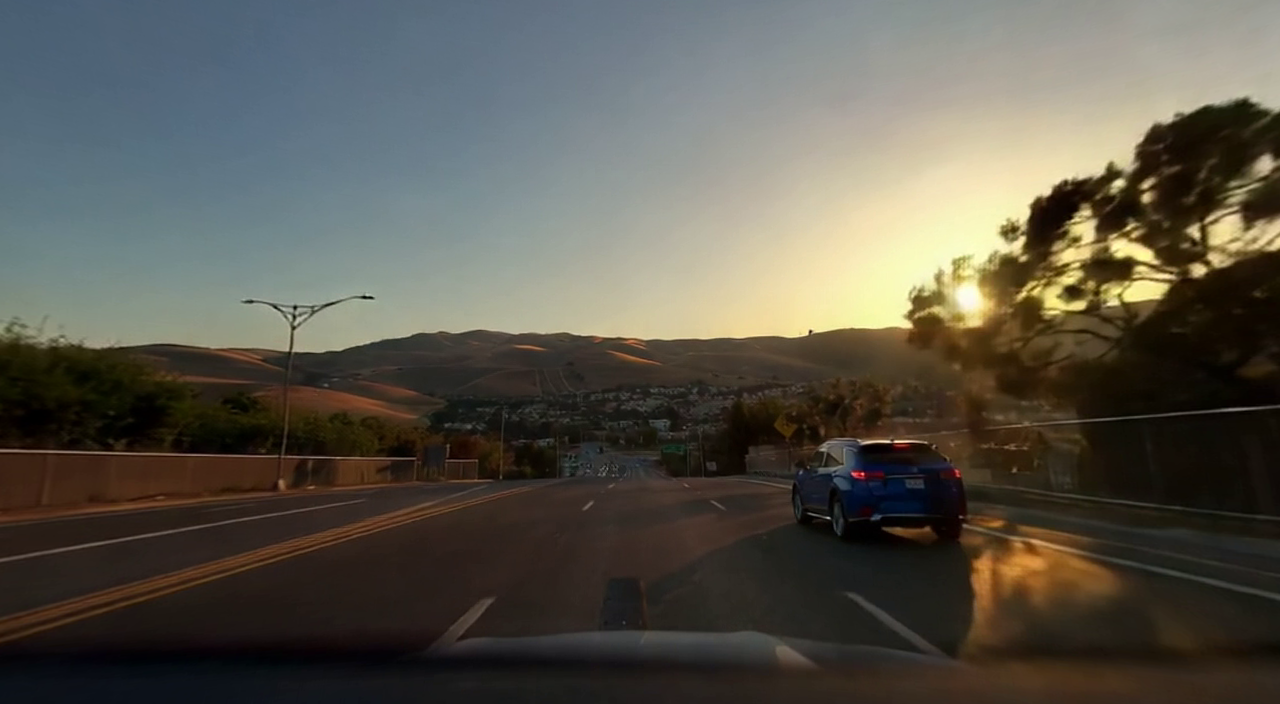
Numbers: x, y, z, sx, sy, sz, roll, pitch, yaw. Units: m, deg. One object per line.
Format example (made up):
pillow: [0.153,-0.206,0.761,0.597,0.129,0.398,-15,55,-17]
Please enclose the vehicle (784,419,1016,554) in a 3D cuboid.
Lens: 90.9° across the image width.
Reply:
vehicle: [3.874,2.068,10.410,1.989,1.730,4.324,0,-8,0]
